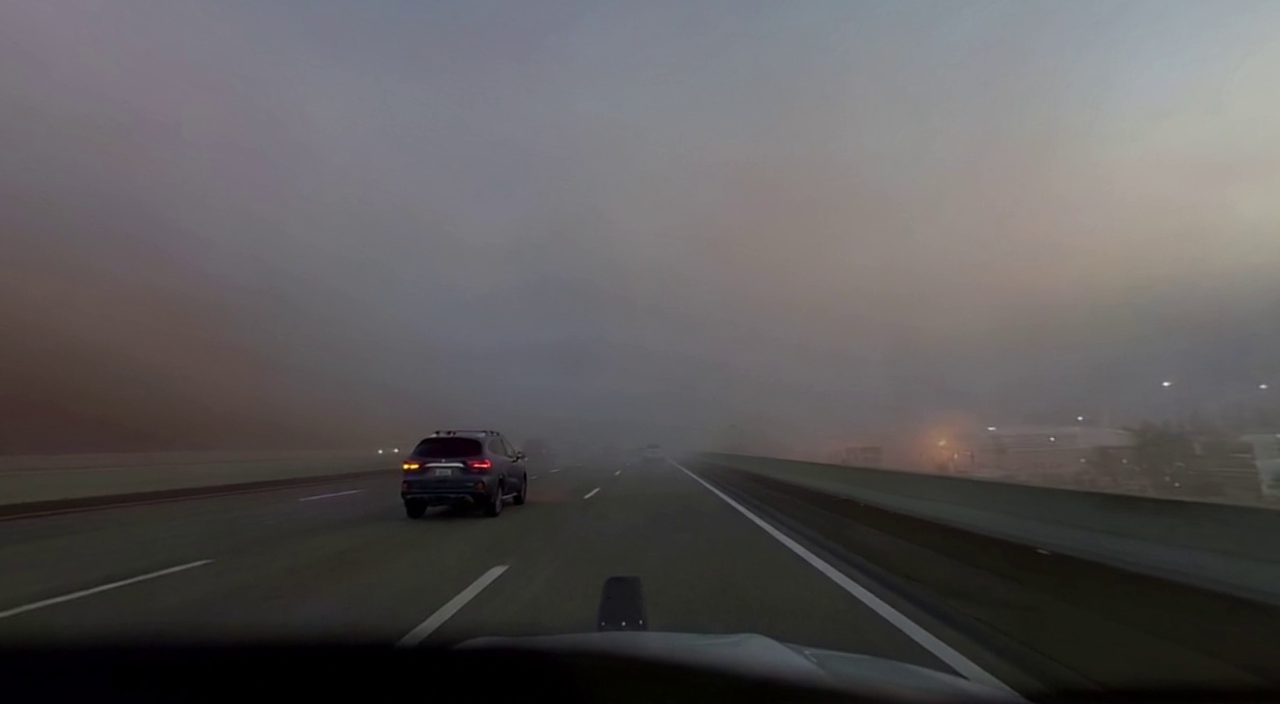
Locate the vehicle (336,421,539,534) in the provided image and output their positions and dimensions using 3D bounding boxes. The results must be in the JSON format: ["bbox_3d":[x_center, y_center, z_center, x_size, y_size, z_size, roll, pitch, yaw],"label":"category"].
[{"bbox_3d":[-3.505,2.280,12.144,2.136,1.718,4.873,0,-8,2],"label":"vehicle"}]

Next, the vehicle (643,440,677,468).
[{"bbox_3d":[1.279,6.693,41.559,2.135,1.697,4.757,0,-8,1],"label":"vehicle"}]
